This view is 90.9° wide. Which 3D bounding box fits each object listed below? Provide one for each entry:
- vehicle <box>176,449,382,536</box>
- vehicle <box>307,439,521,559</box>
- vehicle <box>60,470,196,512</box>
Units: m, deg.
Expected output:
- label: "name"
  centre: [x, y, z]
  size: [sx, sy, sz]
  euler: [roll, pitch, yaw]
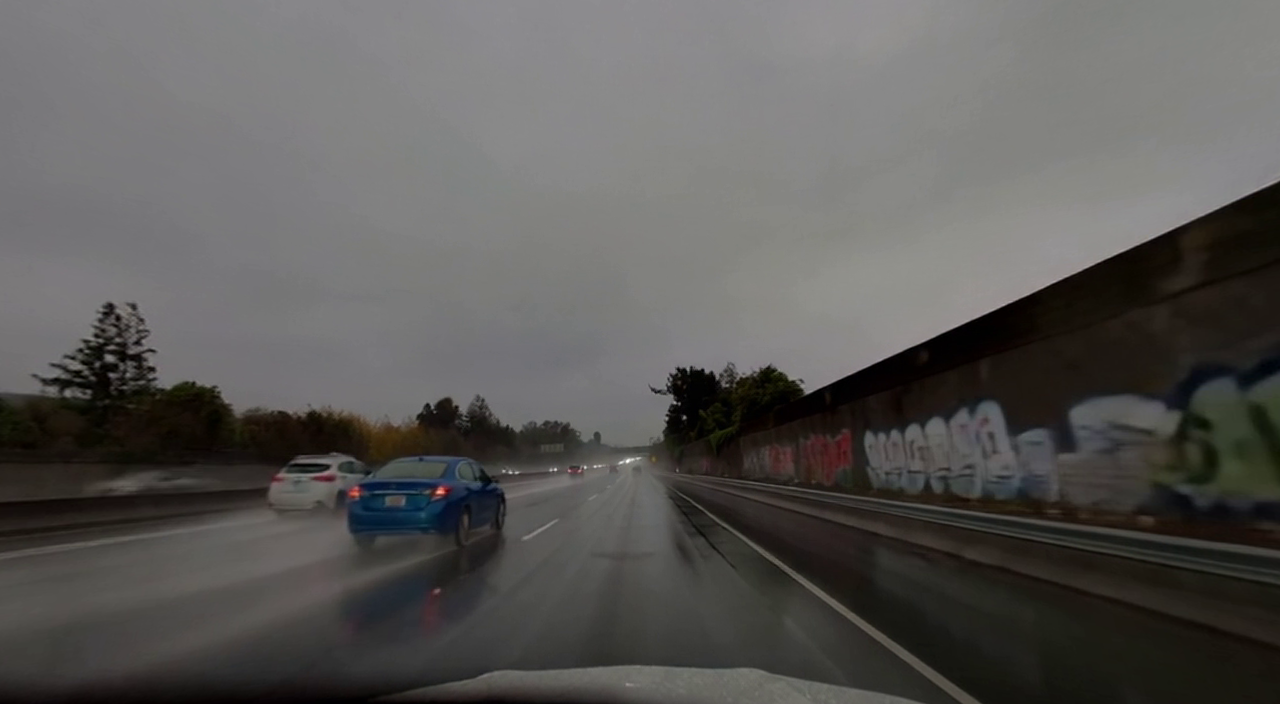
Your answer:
- label: "vehicle"
  centre: [-7.648, 3.030, 13.967]
  size: [2.037, 1.593, 4.151]
  euler: [0, -10, 0]
- label: "vehicle"
  centre: [-3.715, 2.547, 11.452]
  size: [2.173, 1.696, 4.462]
  euler: [0, -10, 1]
- label: "vehicle"
  centre: [-19.013, 5.145, 23.666]
  size: [1.680, 1.392, 4.007]
  euler: [1, -10, 0]
